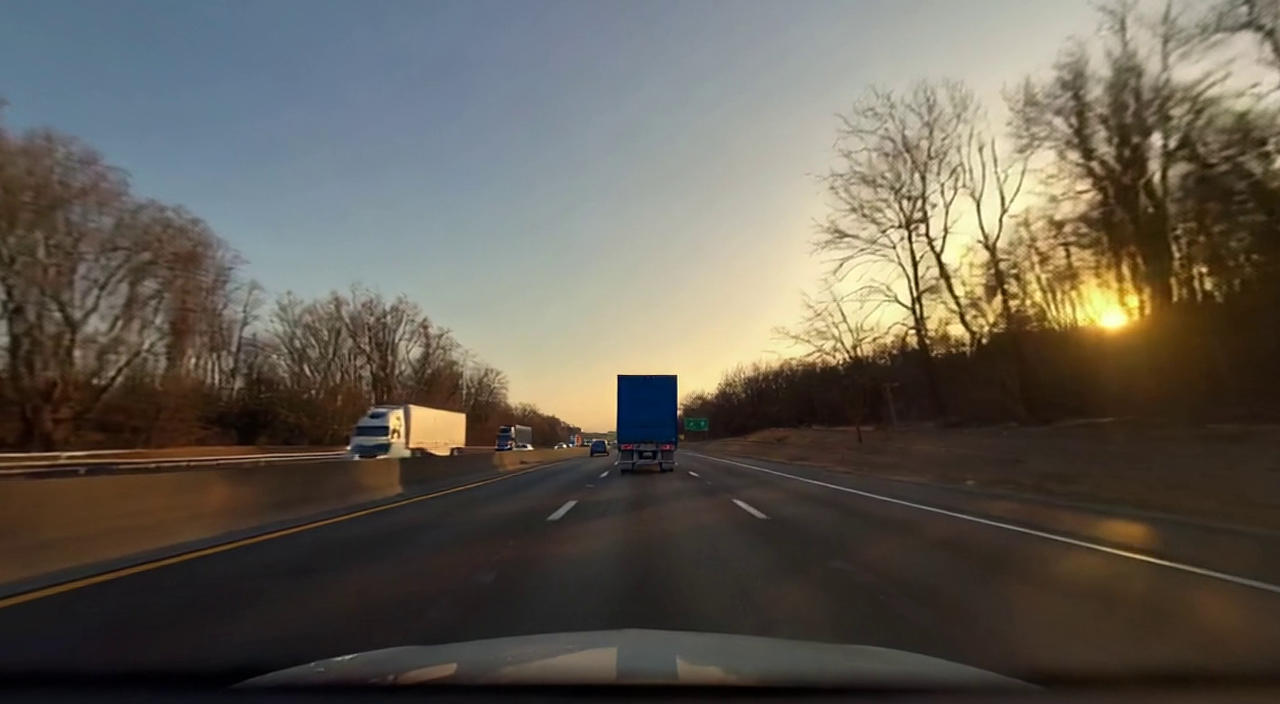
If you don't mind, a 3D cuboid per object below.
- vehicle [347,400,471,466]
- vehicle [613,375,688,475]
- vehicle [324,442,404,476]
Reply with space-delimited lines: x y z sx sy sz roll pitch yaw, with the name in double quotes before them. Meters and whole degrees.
"vehicle" -16.402 6.149 46.865 2.959 4.021 16.514 0 -8 0
"vehicle" 0.449 3.731 30.802 3.010 4.039 10.481 0 -8 0
"vehicle" -13.010 5.069 29.913 1.843 1.474 4.277 0 -8 0
